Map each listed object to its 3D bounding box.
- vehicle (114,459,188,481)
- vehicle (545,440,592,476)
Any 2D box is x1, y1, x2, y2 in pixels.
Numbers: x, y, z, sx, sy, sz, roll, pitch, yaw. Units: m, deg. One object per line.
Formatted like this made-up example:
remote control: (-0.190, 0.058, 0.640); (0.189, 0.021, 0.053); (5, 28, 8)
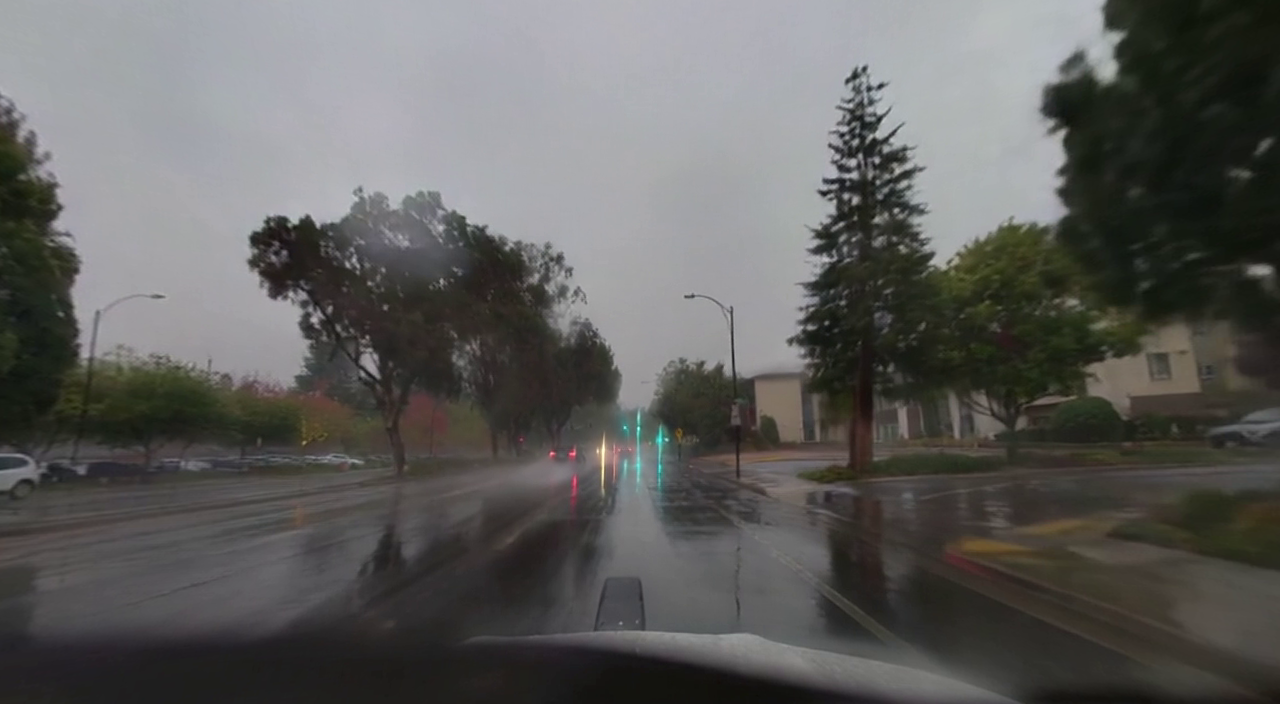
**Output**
vehicle: (-36.937, 8.901, 47.765); (3.950, 1.513, 1.797); (-1, -9, -5)
vehicle: (-3.715, 5.582, 33.511); (1.959, 1.741, 4.141); (0, -9, 1)
